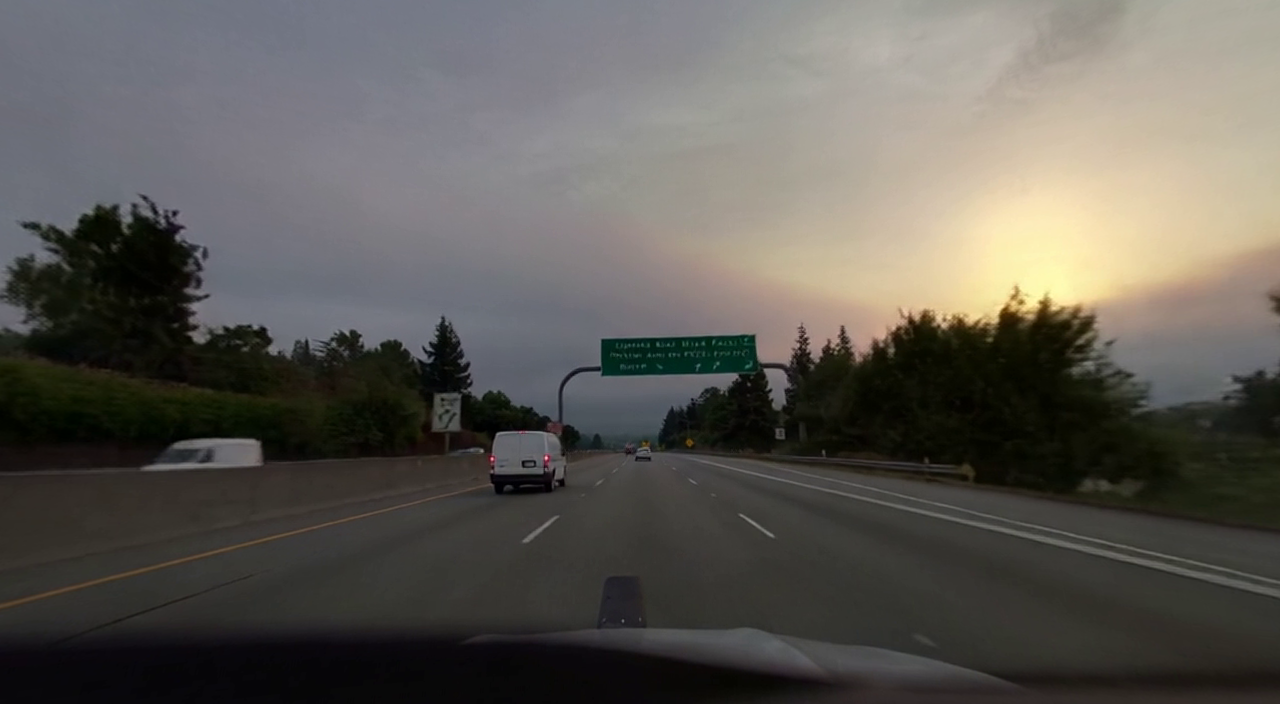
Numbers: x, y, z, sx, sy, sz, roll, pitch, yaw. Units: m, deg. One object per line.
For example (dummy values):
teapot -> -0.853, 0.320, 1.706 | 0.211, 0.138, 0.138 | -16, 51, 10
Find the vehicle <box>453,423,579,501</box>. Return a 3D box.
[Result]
vehicle -> -3.377, 3.196, 18.686 | 2.572, 1.927, 5.803 | 0, -9, 0

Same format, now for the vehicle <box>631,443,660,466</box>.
vehicle -> 0.380, 7.775, 47.944 | 2.067, 1.690, 3.901 | 0, -9, 0
